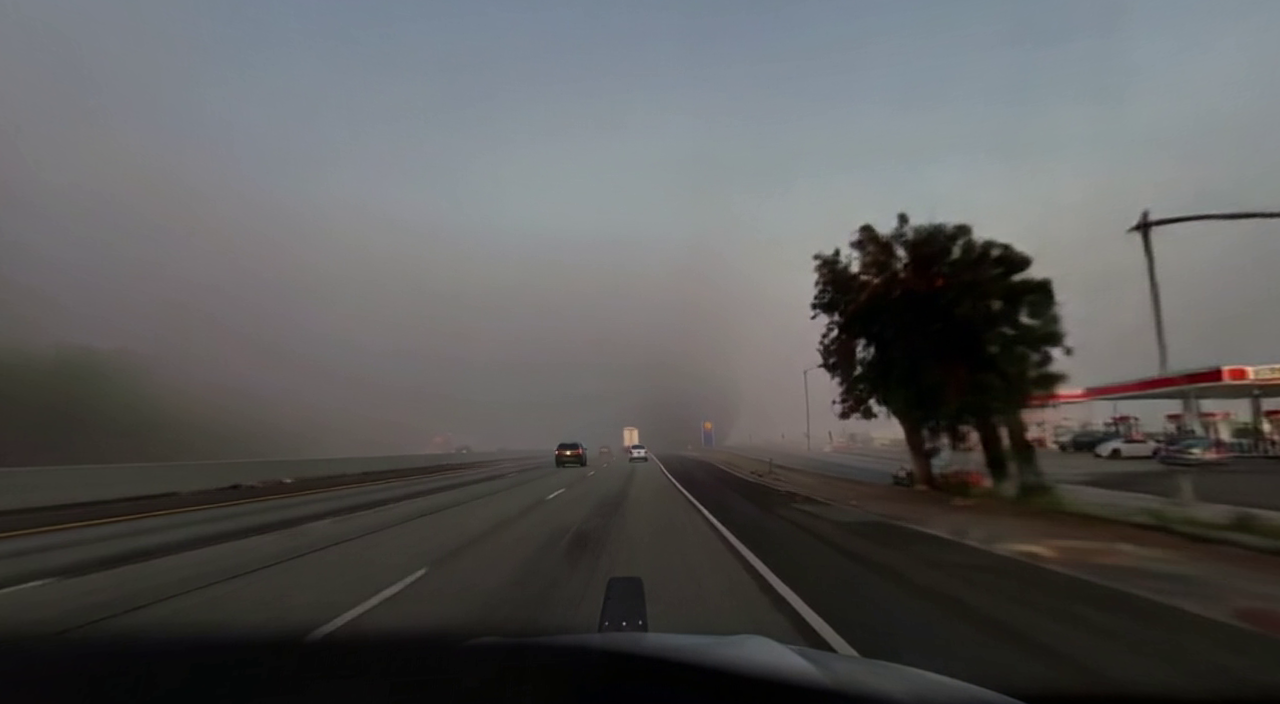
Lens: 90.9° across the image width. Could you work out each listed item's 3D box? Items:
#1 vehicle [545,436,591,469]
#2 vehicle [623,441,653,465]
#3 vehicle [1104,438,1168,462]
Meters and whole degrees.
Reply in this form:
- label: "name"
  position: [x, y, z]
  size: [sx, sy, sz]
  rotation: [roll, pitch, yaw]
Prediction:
- label: "vehicle"
  position: [-4.365, 6.201, 39.057]
  size: [2.273, 1.884, 4.515]
  rotation: [0, -8, 0]
- label: "vehicle"
  position: [-0.168, 7.029, 44.012]
  size: [1.982, 1.524, 3.800]
  rotation: [0, -8, -2]
- label: "vehicle"
  position: [34.537, 6.837, 43.860]
  size: [4.744, 1.460, 2.103]
  rotation: [7, -15, -36]
